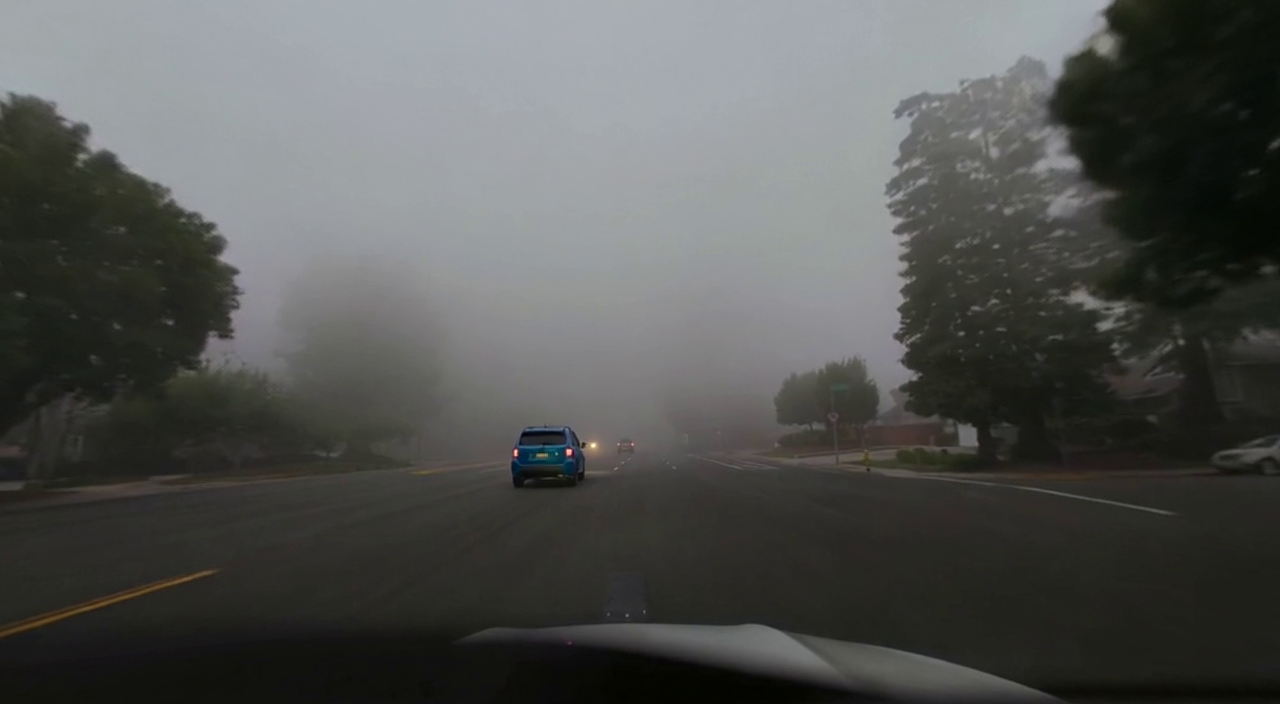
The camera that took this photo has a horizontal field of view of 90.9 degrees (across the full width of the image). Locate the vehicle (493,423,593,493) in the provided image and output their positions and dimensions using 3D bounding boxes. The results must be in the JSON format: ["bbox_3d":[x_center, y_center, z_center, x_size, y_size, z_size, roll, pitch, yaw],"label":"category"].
[{"bbox_3d":[-2.775,3.186,19.323,2.179,1.851,4.756,-1,-8,2],"label":"vehicle"}]

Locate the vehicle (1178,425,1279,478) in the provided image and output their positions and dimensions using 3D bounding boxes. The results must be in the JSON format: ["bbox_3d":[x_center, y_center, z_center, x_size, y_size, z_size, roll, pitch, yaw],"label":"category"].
[{"bbox_3d":[22.526,3.478,22.251,4.802,1.760,2.374,0,-8,1],"label":"vehicle"}]
